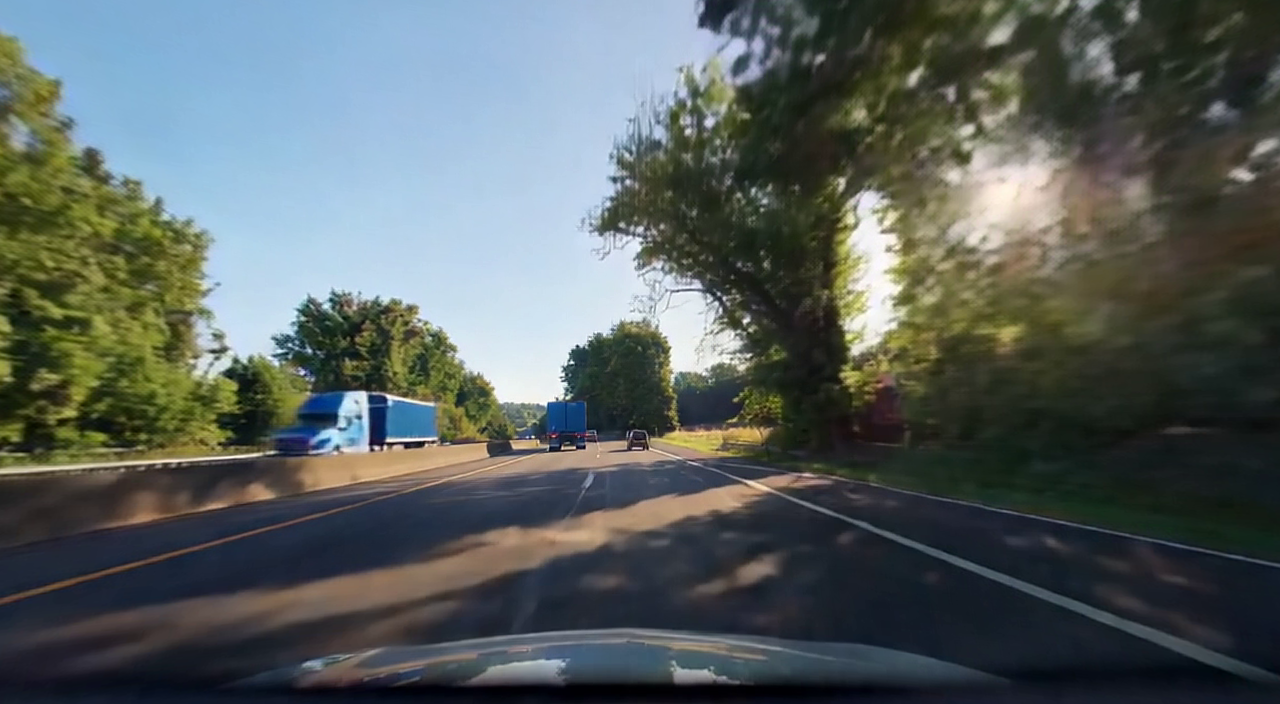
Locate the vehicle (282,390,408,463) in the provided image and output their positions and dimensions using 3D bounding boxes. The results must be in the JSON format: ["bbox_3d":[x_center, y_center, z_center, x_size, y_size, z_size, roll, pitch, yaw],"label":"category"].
[{"bbox_3d":[-17.332,4.580,38.091,2.992,3.780,10.447,0,-8,-3],"label":"vehicle"}]

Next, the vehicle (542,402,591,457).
[{"bbox_3d":[-4.397,4.818,38.816,2.450,3.098,6.965,0,-8,-2],"label":"vehicle"}]

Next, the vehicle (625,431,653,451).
[{"bbox_3d":[-0.102,6.959,49.053,1.988,1.472,3.716,0,-8,-3],"label":"vehicle"}]
